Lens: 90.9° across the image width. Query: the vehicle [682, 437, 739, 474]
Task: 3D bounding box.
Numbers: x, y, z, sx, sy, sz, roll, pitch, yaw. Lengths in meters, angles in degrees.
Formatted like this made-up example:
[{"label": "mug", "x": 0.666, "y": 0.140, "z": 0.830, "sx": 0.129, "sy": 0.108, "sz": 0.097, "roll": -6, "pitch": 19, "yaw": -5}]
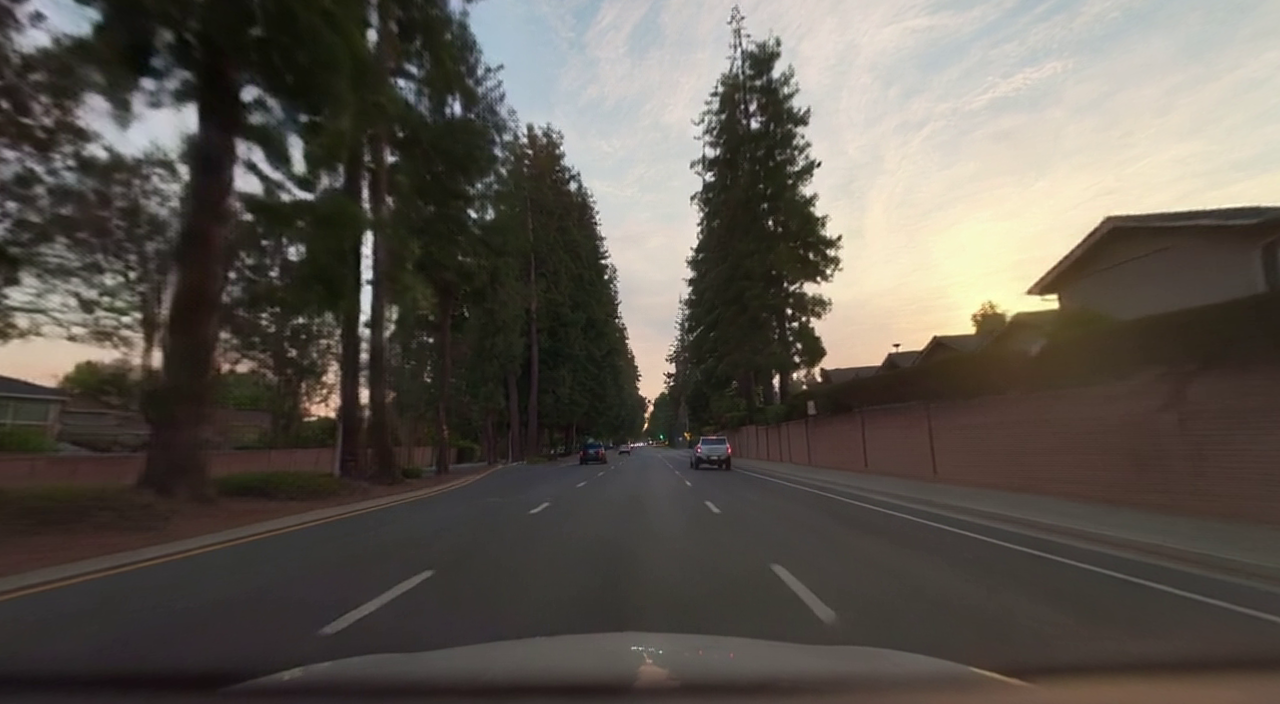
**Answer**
[{"label": "vehicle", "x": 3.388, "y": 5.115, "z": 31.350, "sx": 2.321, "sy": 1.695, "sz": 5.037, "roll": 0, "pitch": -8, "yaw": 1}]
